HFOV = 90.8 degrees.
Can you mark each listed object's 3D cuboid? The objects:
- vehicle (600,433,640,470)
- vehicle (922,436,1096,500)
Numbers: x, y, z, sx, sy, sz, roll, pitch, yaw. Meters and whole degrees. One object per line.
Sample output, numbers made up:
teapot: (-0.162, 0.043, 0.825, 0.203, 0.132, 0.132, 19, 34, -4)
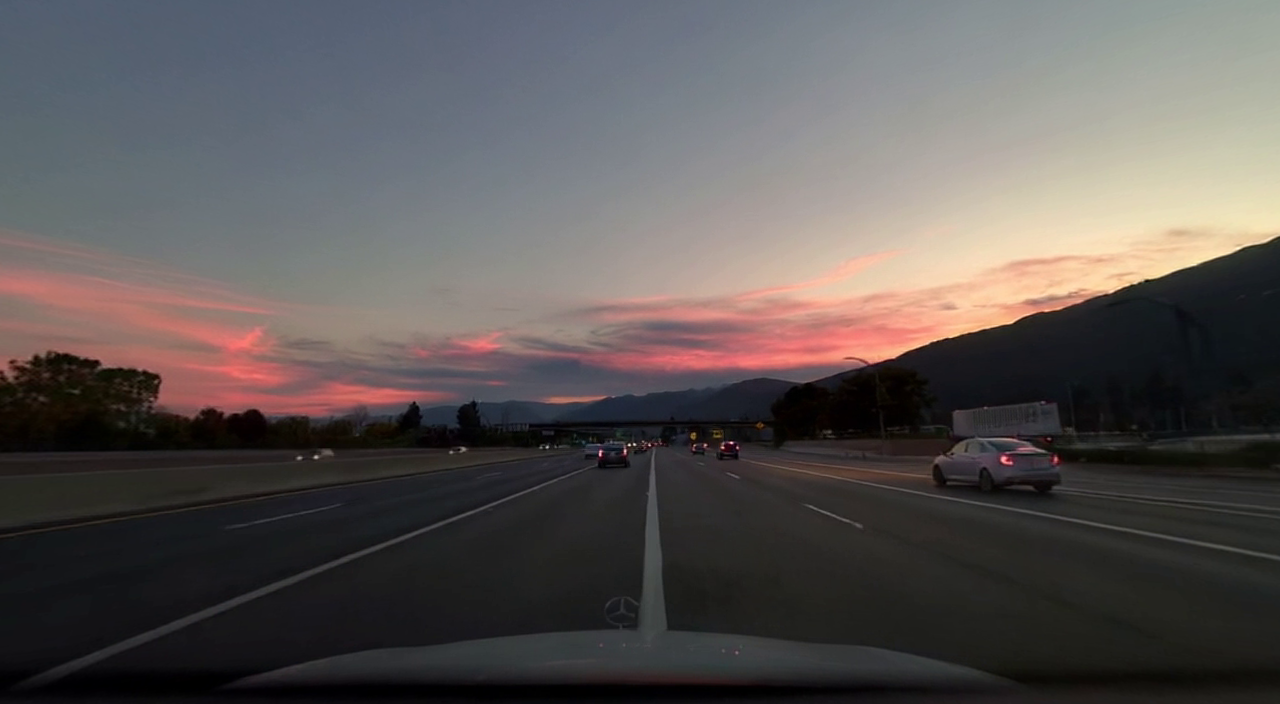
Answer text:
vehicle: (-0.988, 5.334, 34.019, 1.893, 1.827, 4.513, 0, -9, 1)
vehicle: (9.427, 2.981, 16.687, 1.900, 1.432, 4.519, 0, -8, 1)
